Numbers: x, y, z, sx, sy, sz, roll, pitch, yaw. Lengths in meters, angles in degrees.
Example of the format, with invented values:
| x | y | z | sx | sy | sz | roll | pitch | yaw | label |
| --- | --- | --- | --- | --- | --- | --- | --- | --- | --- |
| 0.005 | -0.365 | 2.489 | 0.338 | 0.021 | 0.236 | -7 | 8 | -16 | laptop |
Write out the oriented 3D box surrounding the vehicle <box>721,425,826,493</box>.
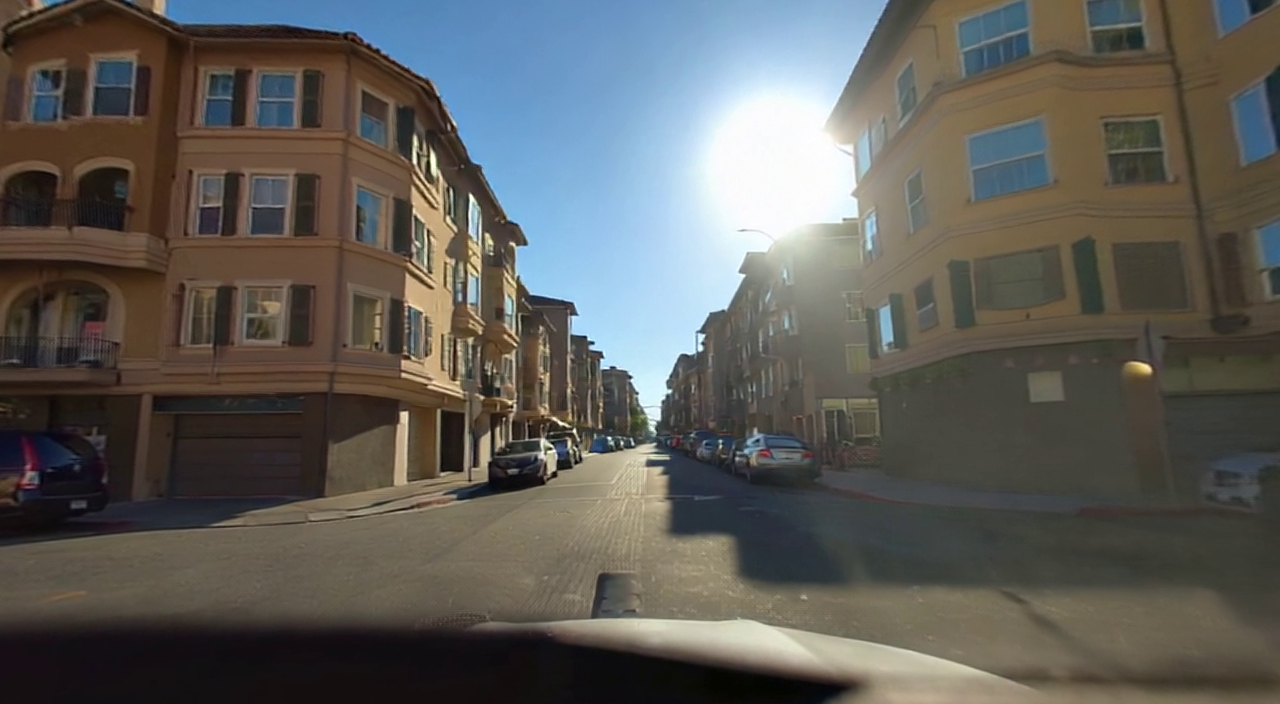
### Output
| x | y | z | sx | sy | sz | roll | pitch | yaw | label |
| --- | --- | --- | --- | --- | --- | --- | --- | --- | --- |
| 3.315 | 2.722 | 16.457 | 1.868 | 1.544 | 3.869 | 0 | -8 | 0 | vehicle |

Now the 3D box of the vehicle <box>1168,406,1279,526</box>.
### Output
| x | y | z | sx | sy | sz | roll | pitch | yaw | label |
| --- | --- | --- | --- | --- | --- | --- | --- | --- | --- |
| 10.474 | 1.522 | 8.574 | 4.711 | 1.506 | 1.983 | 0 | -8 | 1 | vehicle |

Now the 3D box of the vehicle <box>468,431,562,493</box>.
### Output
| x | y | z | sx | sy | sz | roll | pitch | yaw | label |
| --- | --- | --- | --- | --- | --- | --- | --- | --- | --- |
| -3.215 | 2.888 | 16.911 | 1.882 | 1.459 | 3.518 | 0 | -8 | -1 | vehicle |

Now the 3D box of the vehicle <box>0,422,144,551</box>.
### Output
| x | y | z | sx | sy | sz | roll | pitch | yaw | label |
| --- | --- | --- | --- | --- | --- | --- | --- | --- | --- |
| -10.424 | 1.874 | 9.175 | 4.679 | 1.631 | 2.025 | 0 | -8 | 1 | vehicle |

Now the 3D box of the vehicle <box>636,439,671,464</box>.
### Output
| x | y | z | sx | sy | sz | roll | pitch | yaw | label |
| --- | --- | --- | --- | --- | --- | --- | --- | --- | --- |
| 0.996 | 7.071 | 44.819 | 2.341 | 1.675 | 4.360 | 0 | -8 | 2 | vehicle |
